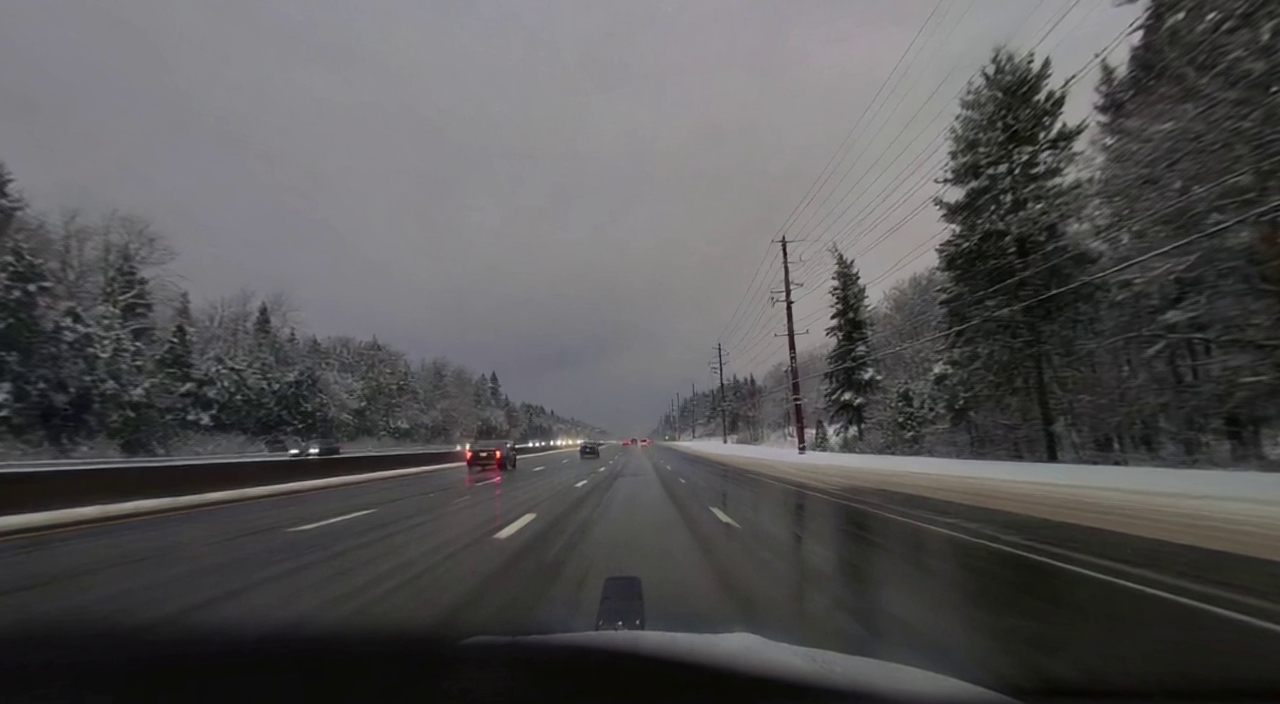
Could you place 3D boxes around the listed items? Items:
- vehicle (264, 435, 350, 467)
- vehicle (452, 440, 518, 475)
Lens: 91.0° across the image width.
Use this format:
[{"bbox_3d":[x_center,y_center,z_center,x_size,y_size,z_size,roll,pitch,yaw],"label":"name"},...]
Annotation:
[{"bbox_3d":[-21.635,6.495,41.251,2.357,1.929,5.744,0,-9,1],"label":"vehicle"},{"bbox_3d":[-7.445,5.134,30.700,2.034,1.563,4.476,0,-9,1],"label":"vehicle"}]
